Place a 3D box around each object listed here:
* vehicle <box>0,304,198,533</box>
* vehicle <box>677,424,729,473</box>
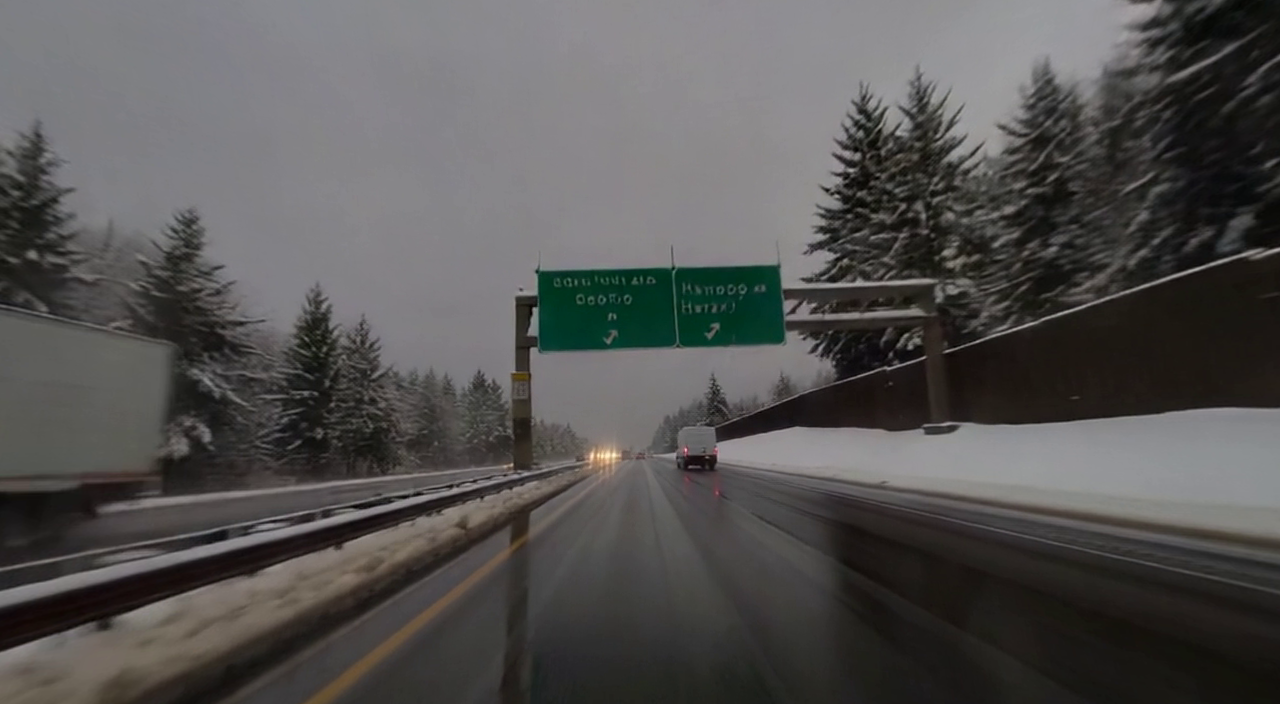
[{"bbox_3d":[-12.763,0.856,8.983,3.219,3.940,13.412,0,-9,0],"label":"vehicle"},{"bbox_3d":[3.888,6.127,40.043,2.449,2.805,6.763,0,-9,-1],"label":"vehicle"}]
